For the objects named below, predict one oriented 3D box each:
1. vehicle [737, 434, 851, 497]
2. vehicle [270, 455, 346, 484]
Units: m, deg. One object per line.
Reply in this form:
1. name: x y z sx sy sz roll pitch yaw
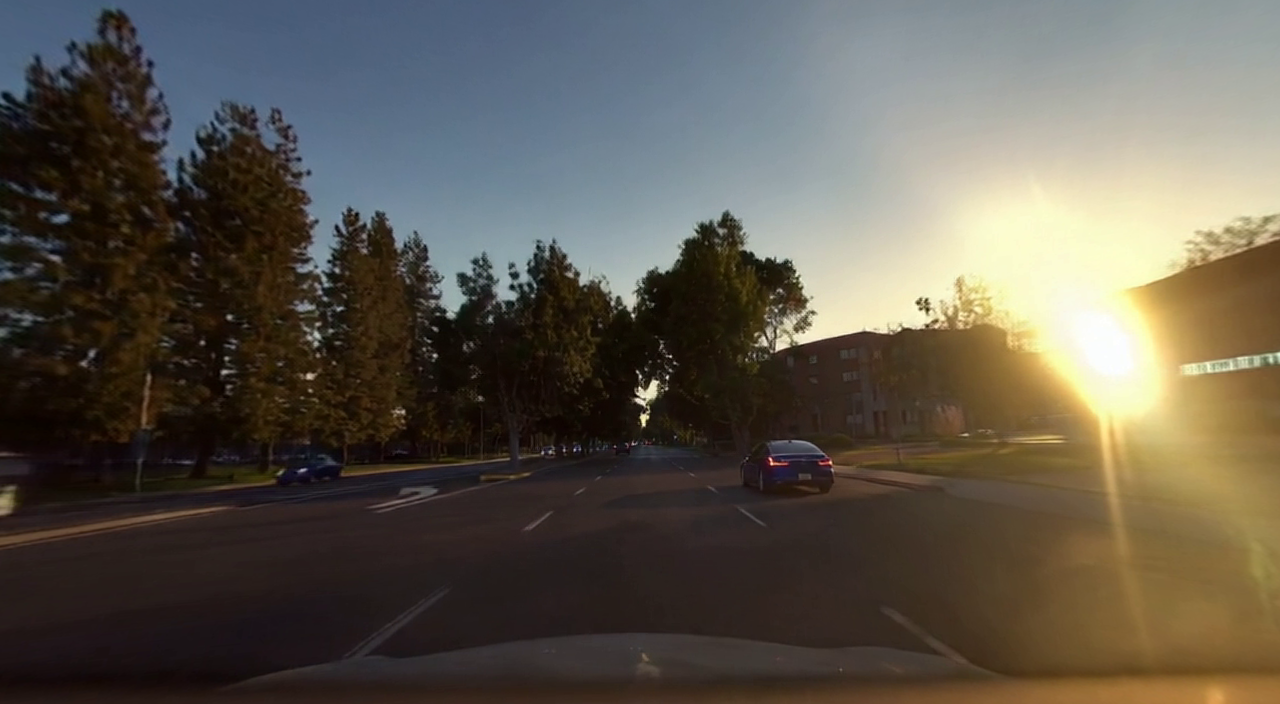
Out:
1. vehicle: 4.028 3.046 17.308 1.977 1.474 4.399 0 -8 0
2. vehicle: -19.061 6.720 36.417 1.922 1.462 4.547 0 -8 0
